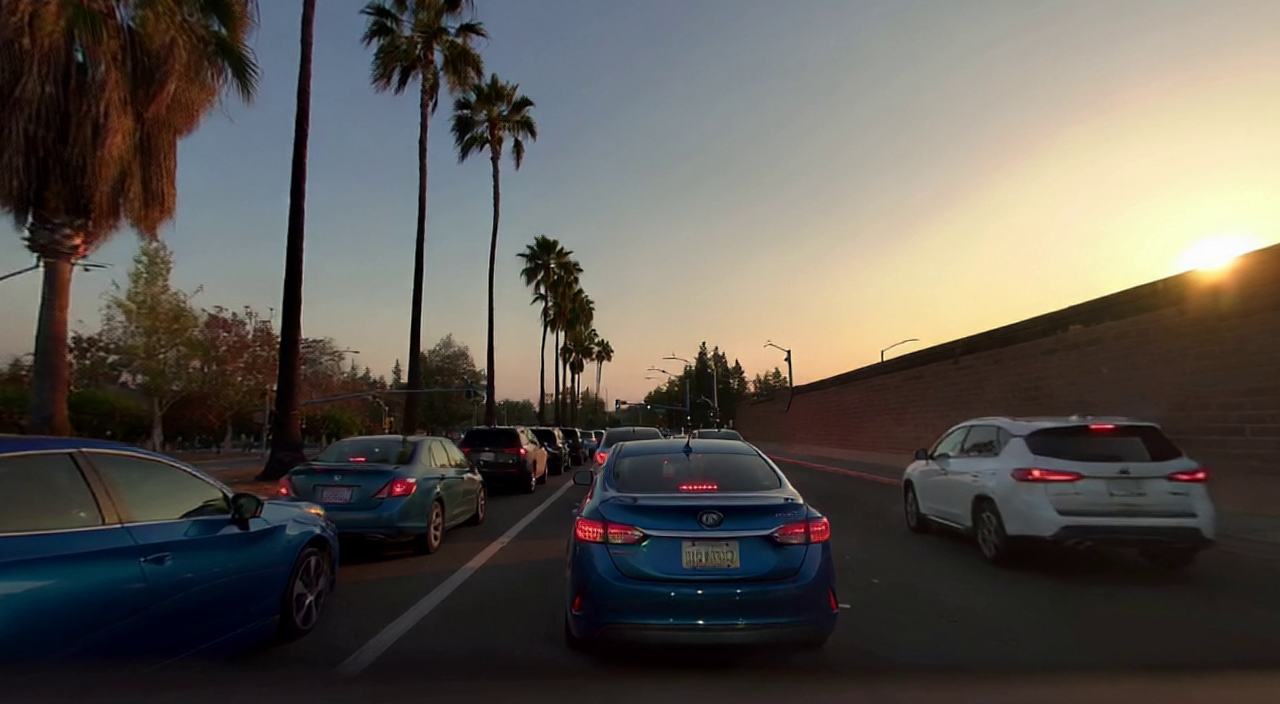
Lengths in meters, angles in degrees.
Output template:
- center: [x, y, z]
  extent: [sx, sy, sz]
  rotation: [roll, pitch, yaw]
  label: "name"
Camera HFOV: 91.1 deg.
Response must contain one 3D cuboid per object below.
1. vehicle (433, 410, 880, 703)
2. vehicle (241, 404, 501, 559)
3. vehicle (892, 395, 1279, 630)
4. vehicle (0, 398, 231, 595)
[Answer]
- center: [0.045, 1.338, 5.195]
  extent: [2.128, 1.473, 4.272]
  rotation: [0, -8, -1]
  label: "vehicle"
- center: [-3.518, 1.778, 9.271]
  extent: [2.055, 1.746, 4.136]
  rotation: [0, -8, -1]
  label: "vehicle"
- center: [4.427, 1.524, 6.988]
  extent: [2.112, 1.717, 4.432]
  rotation: [-2, -9, 10]
  label: "vehicle"
- center: [-6.674, 1.403, 6.384]
  extent: [1.963, 1.721, 4.662]
  rotation: [0, -8, -2]
  label: "vehicle"
